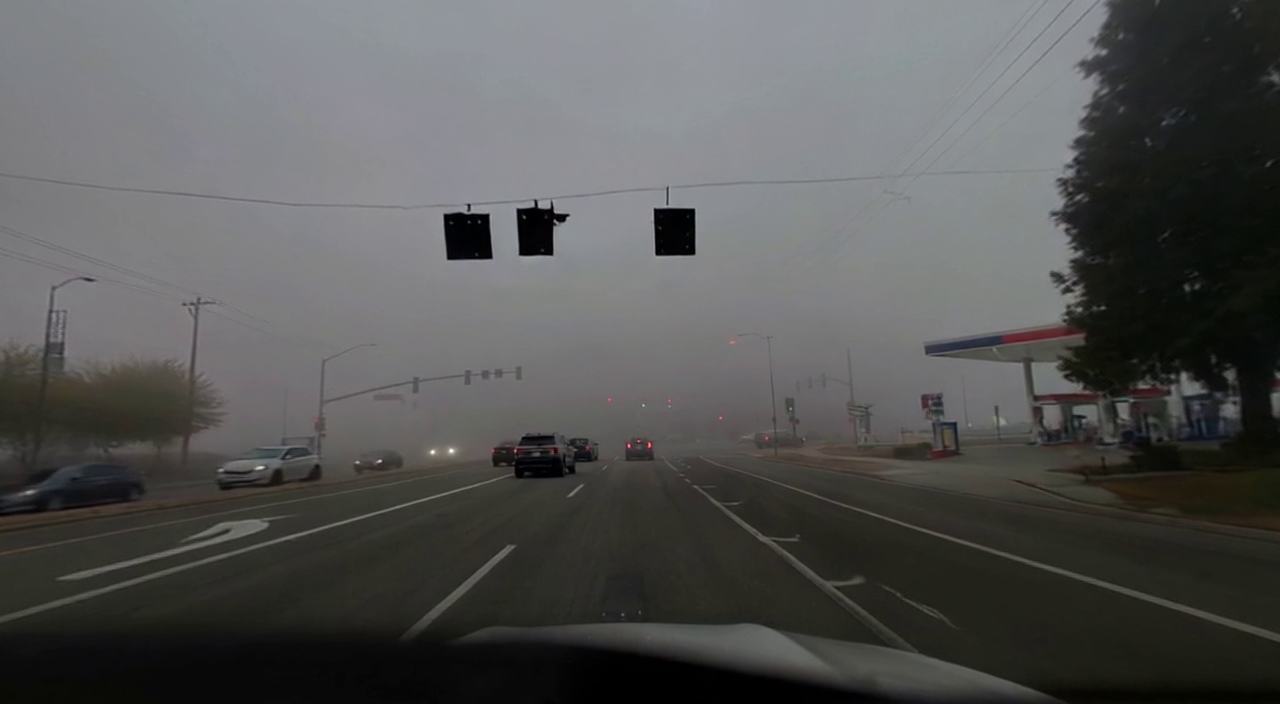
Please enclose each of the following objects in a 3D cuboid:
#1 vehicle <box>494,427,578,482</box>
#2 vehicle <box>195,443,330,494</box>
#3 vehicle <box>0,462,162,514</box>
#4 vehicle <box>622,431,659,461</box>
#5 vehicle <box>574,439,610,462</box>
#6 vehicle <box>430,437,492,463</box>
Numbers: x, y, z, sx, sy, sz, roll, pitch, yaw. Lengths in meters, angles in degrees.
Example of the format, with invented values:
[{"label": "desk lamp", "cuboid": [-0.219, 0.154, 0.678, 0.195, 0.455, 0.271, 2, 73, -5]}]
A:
[{"label": "vehicle", "cuboid": [-3.491, 3.555, 22.027, 2.096, 1.718, 4.266, 0, -9, 1]}, {"label": "vehicle", "cuboid": [-13.497, 4.164, 23.006, 1.981, 1.671, 4.598, 0, -9, 1]}, {"label": "vehicle", "cuboid": [-16.950, 4.067, 19.225, 1.765, 1.310, 3.824, 0, -9, 0]}, {"label": "vehicle", "cuboid": [0.060, 6.043, 40.541, 2.224, 1.819, 5.005, 0, -9, 1]}, {"label": "vehicle", "cuboid": [-3.097, 6.439, 41.257, 1.881, 1.424, 4.098, 0, -9, 2]}, {"label": "vehicle", "cuboid": [-13.501, 7.440, 48.049, 2.238, 1.872, 5.625, -2, -9, 10]}]
